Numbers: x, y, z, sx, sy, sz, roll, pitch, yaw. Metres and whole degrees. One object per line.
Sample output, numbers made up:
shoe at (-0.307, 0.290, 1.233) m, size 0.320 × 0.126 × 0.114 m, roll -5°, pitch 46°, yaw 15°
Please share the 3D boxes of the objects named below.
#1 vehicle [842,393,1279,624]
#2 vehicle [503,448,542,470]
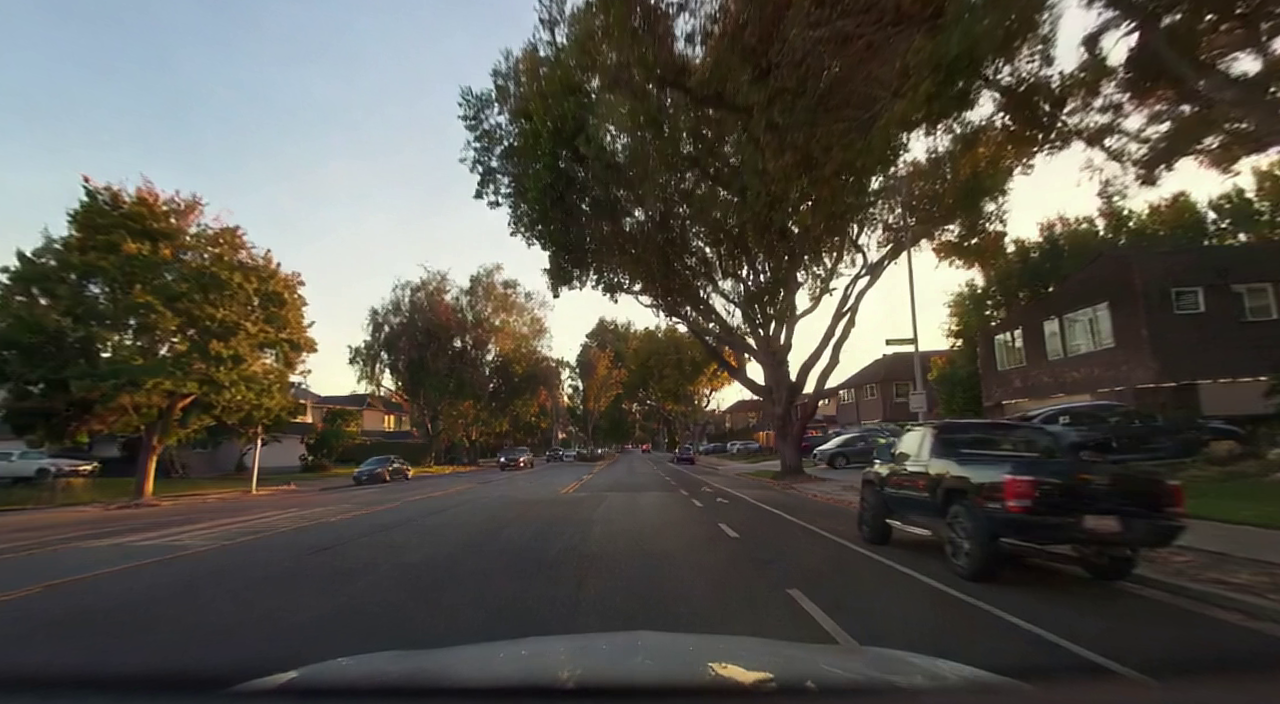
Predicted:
vehicle at (4.345, 1.613, 7.551) m, size 2.166 × 1.858 × 4.667 m, roll 0°, pitch -8°, yaw -2°
vehicle at (-8.543, 7.805, 46.310) m, size 1.973 × 1.509 × 4.651 m, roll 0°, pitch -8°, yaw 0°
